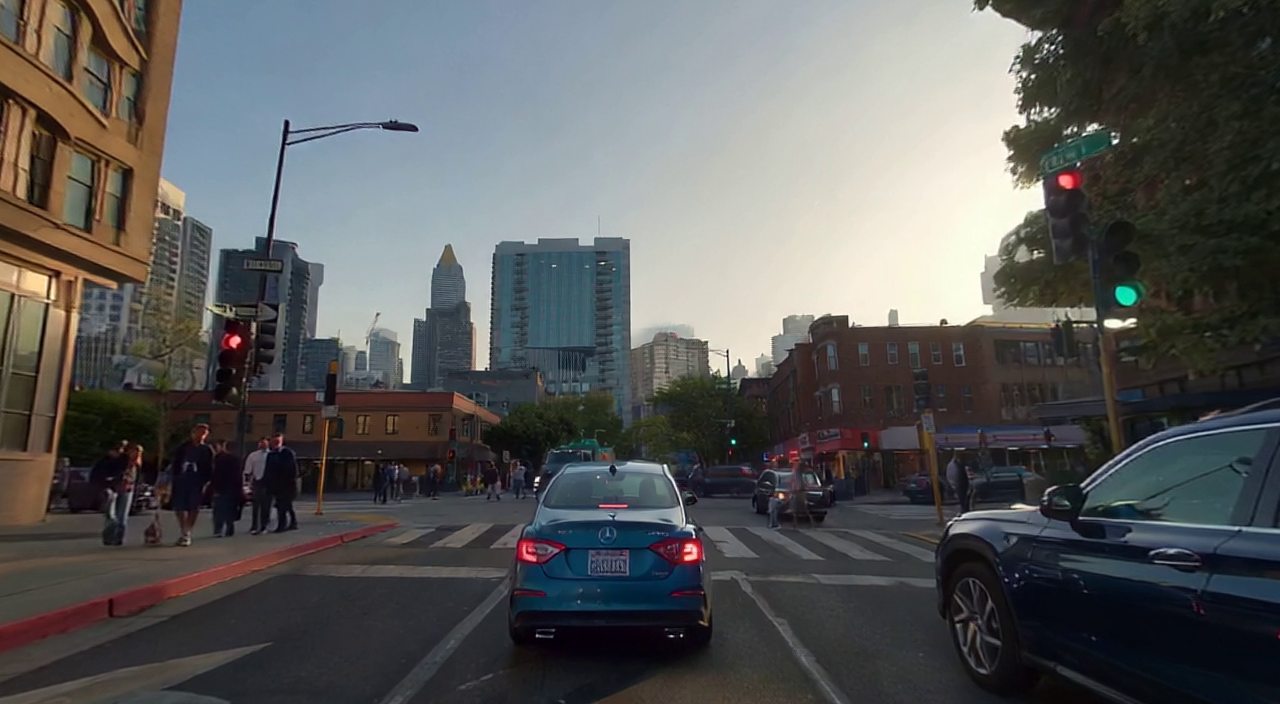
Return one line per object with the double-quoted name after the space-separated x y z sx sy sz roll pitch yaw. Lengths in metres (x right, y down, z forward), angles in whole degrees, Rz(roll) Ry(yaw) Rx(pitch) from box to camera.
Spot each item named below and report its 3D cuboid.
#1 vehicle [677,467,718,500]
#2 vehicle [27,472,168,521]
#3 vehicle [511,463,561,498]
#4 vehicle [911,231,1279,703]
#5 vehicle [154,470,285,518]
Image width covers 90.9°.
3.482 8.039 38.856 1.908 1.741 4.066 0 -9 -3 "vehicle"
-25.463 6.771 29.714 4.588 2.048 2.110 0 -9 1 "vehicle"
-6.347 7.872 39.013 2.226 1.896 4.438 -1 -9 1 "vehicle"
3.213 0.541 1.236 2.632 1.979 6.096 0 -9 0 "vehicle"
-19.774 6.662 29.754 4.750 2.083 2.002 -1 -9 3 "vehicle"
